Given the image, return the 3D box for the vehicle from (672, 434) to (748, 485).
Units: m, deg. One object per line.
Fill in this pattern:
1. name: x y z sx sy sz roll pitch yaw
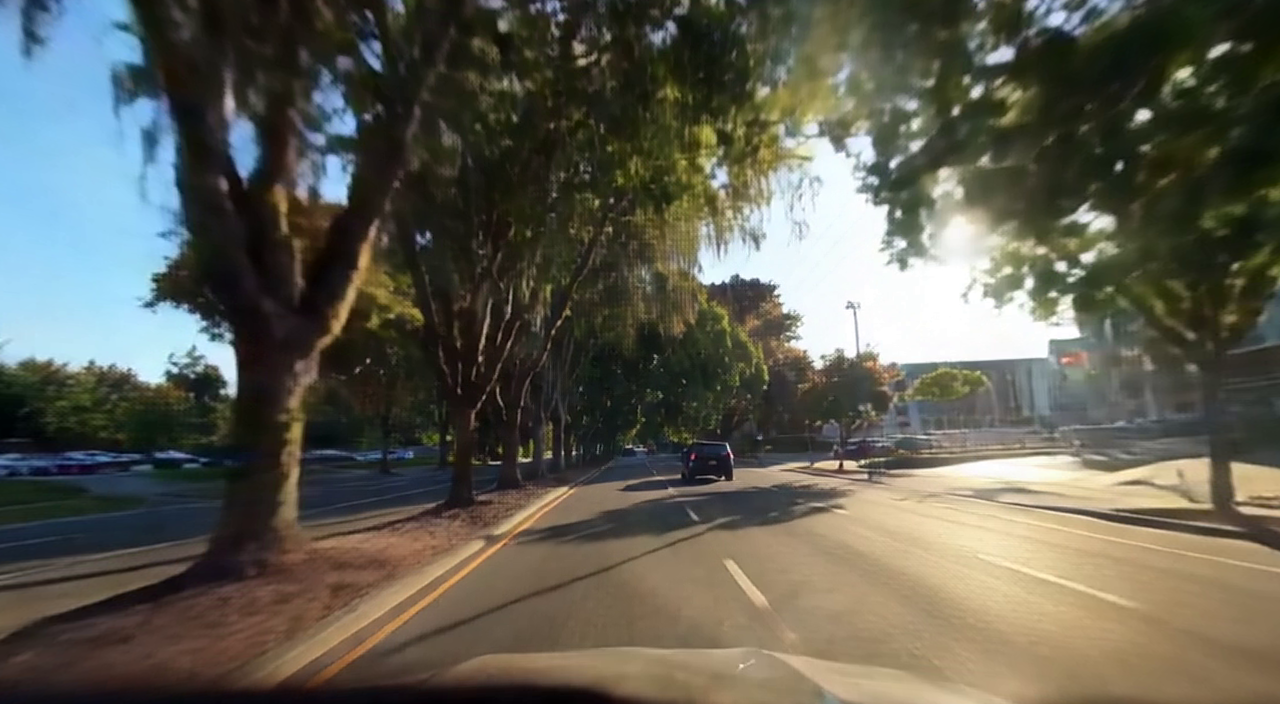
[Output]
1. vehicle: 2.533 4.065 24.275 2.240 1.740 4.605 0 -8 -2
